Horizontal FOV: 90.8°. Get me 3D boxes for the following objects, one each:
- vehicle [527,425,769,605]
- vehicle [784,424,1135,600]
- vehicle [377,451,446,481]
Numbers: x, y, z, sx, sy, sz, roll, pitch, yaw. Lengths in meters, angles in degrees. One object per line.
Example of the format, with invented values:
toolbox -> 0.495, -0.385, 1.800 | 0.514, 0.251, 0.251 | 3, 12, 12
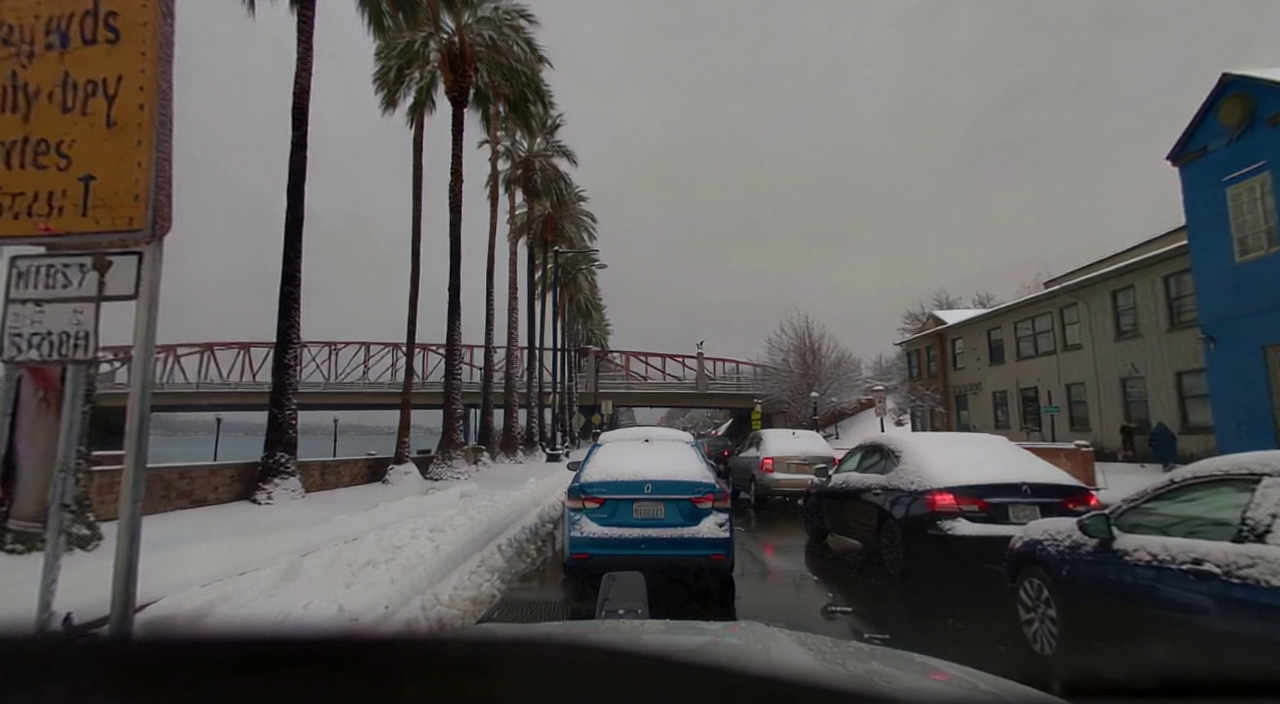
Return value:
vehicle -> 0.059, 1.667, 7.277 | 2.048, 1.503, 3.681 | 0, -9, 0
vehicle -> 3.265, 1.716, 7.707 | 1.920, 1.490, 4.417 | 0, -9, -1
vehicle -> -14.951, 7.468, 41.652 | 2.104, 1.802, 4.852 | -2, -9, 9
